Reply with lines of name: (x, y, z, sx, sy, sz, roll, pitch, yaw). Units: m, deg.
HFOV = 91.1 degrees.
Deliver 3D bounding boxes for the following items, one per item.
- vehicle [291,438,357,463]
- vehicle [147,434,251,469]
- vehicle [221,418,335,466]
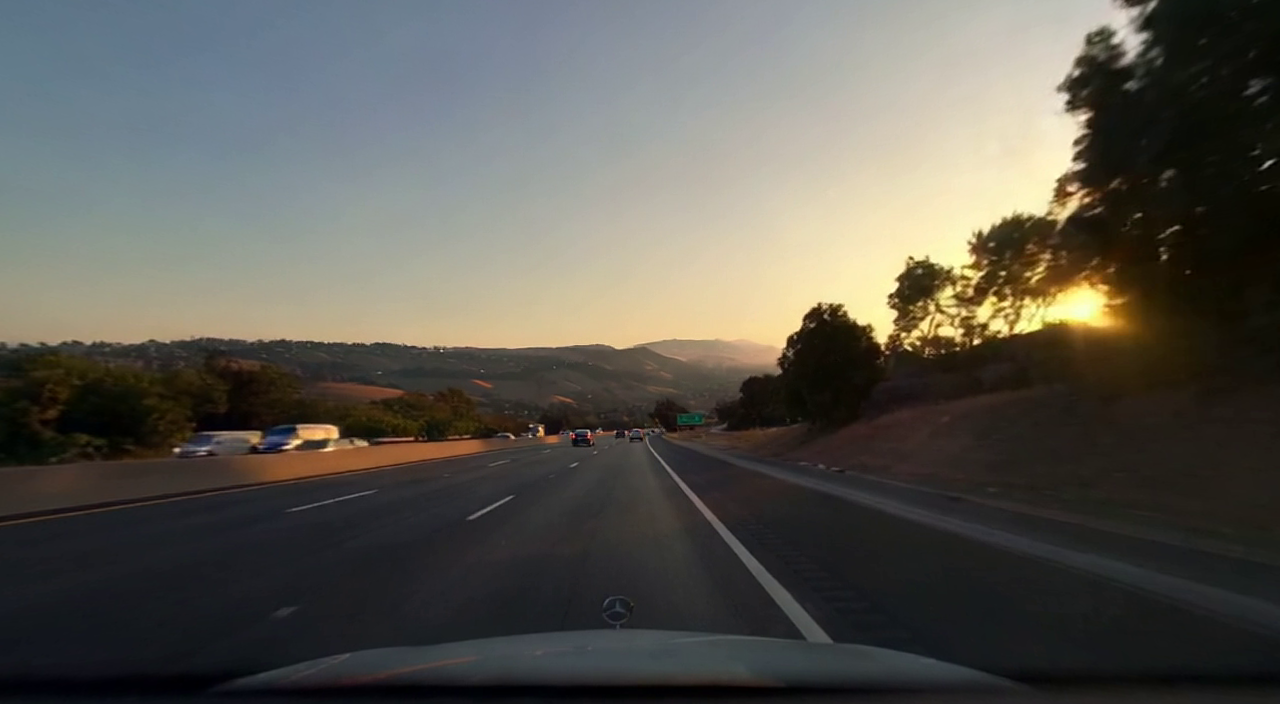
vehicle: (-20.346, 6.321, 40.698, 1.885, 1.493, 4.479, 0, -8, 0)
vehicle: (-24.554, 5.520, 35.315, 2.084, 1.814, 5.135, 0, -8, 0)
vehicle: (-24.728, 6.236, 43.631, 2.801, 2.969, 8.618, 0, -8, -1)
